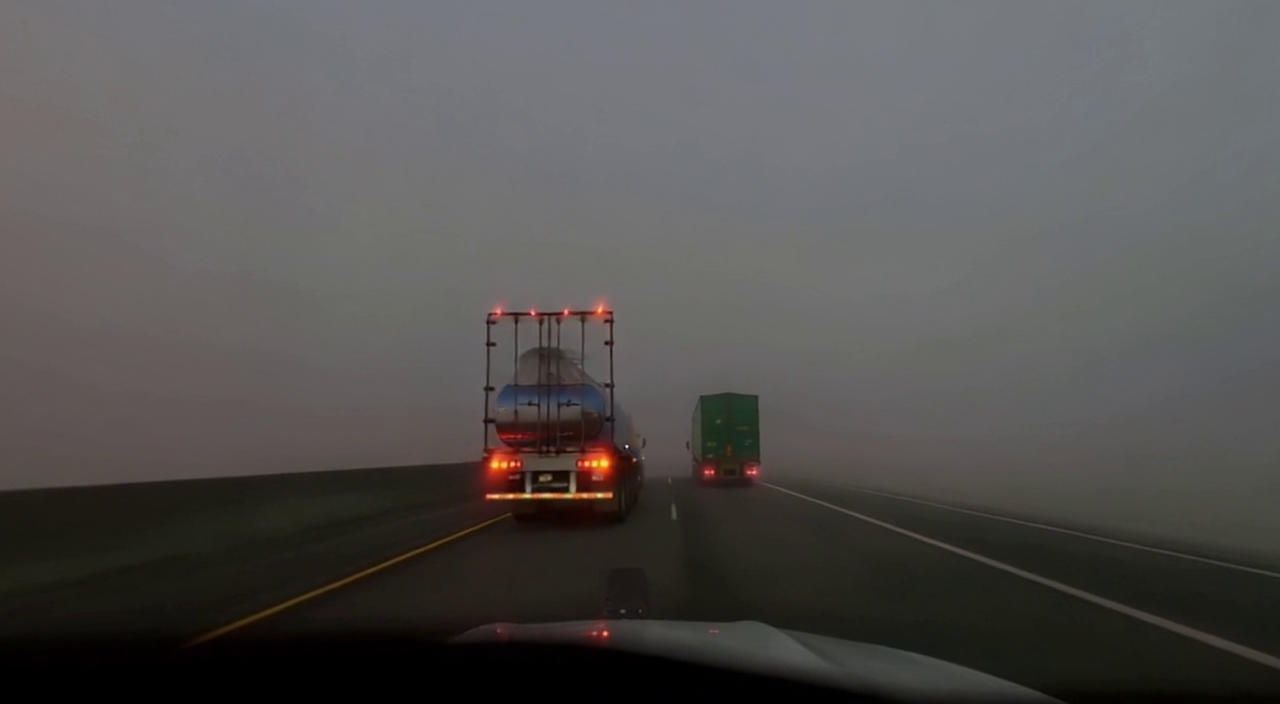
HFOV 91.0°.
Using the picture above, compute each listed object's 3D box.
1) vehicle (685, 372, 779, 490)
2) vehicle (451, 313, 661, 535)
[{"bbox_3d":[3.521,3.533,27.207,2.942,4.003,11.297,0,-9,3],"label":"vehicle"},{"bbox_3d":[-1.083,2.448,18.978,3.267,3.655,17.154,0,-9,2],"label":"vehicle"}]
